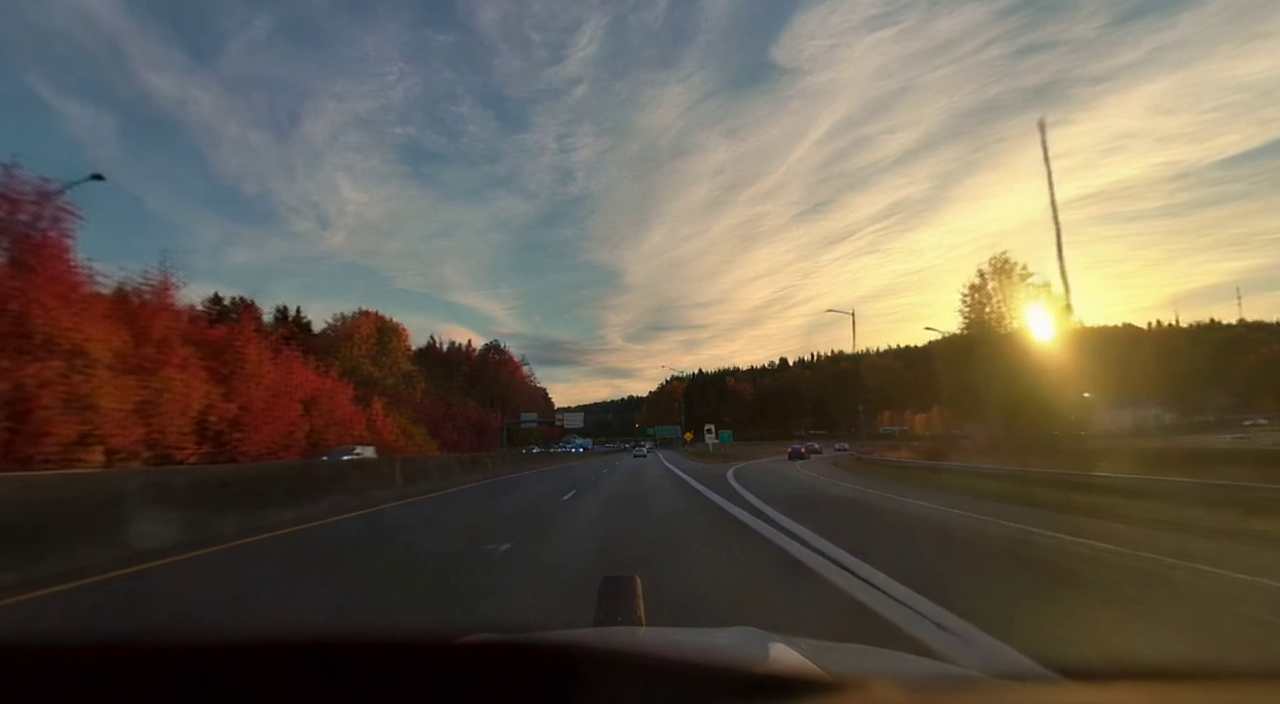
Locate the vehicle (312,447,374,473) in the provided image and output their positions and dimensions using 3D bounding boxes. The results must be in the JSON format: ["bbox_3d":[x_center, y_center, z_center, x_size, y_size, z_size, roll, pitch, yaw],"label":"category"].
[{"bbox_3d":[-20.395,7.419,43.244,1.929,1.652,4.478,-1,-9,2],"label":"vehicle"}]
